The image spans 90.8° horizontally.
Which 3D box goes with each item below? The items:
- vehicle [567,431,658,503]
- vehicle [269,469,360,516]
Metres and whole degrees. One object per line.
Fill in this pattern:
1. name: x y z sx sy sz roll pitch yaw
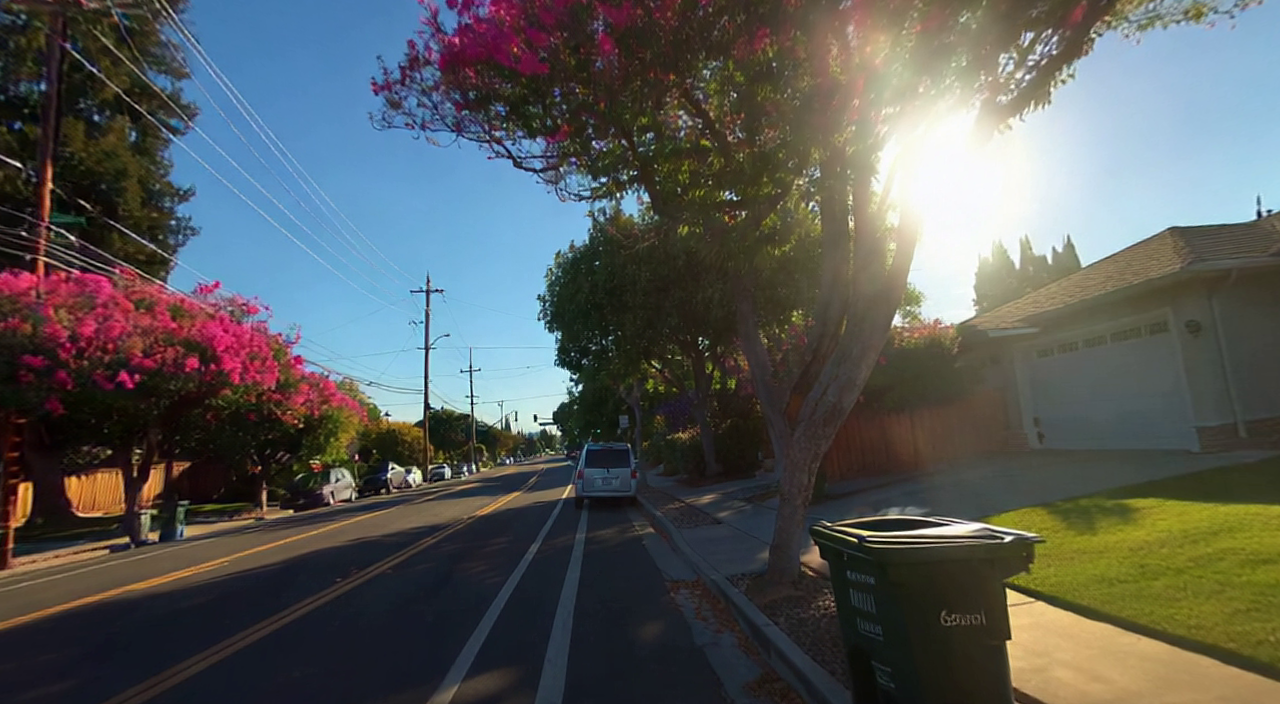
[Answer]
1. vehicle: -0.823 3.079 17.383 2.190 1.708 4.115 0 -8 -4
2. vehicle: -13.761 5.920 26.990 1.982 1.660 4.142 1 -8 -6
